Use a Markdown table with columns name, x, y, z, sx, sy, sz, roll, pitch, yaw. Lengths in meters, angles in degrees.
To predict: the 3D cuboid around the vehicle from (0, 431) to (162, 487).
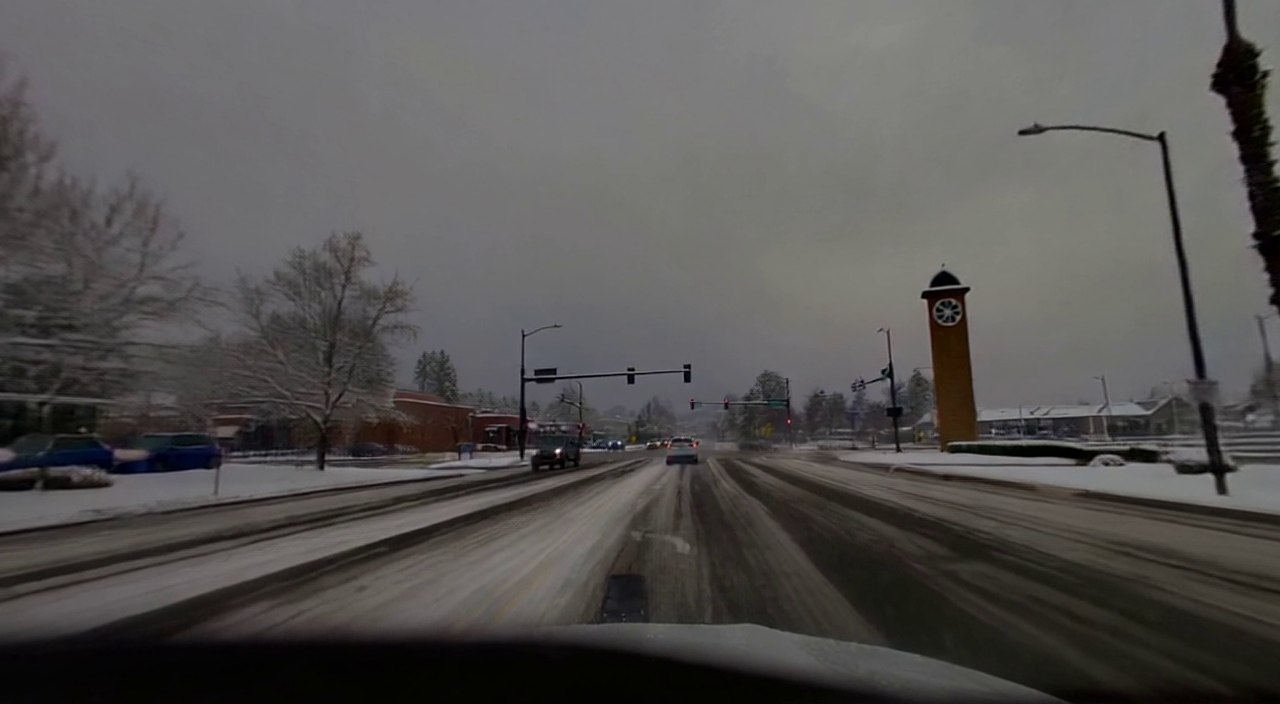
| name | x | y | z | sx | sy | sz | roll | pitch | yaw |
| --- | --- | --- | --- | --- | --- | --- | --- | --- | --- |
| vehicle | -21.845 | 4.108 | 24.397 | 4.729 | 1.867 | 2.292 | 0 | -4 | 3 |

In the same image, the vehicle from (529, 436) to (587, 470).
| name | x | y | z | sx | sy | sz | roll | pitch | yaw |
| --- | --- | --- | --- | --- | --- | --- | --- | --- | --- |
| vehicle | -4.965 | 6.224 | 38.923 | 2.366 | 1.941 | 5.823 | -1 | -9 | 4 |

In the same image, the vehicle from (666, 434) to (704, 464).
| name | x | y | z | sx | sy | sz | roll | pitch | yaw |
| --- | --- | --- | --- | --- | --- | --- | --- | --- | --- |
| vehicle | 3.343 | 7.094 | 45.956 | 2.590 | 2.080 | 5.284 | -1 | -9 | 5 |
